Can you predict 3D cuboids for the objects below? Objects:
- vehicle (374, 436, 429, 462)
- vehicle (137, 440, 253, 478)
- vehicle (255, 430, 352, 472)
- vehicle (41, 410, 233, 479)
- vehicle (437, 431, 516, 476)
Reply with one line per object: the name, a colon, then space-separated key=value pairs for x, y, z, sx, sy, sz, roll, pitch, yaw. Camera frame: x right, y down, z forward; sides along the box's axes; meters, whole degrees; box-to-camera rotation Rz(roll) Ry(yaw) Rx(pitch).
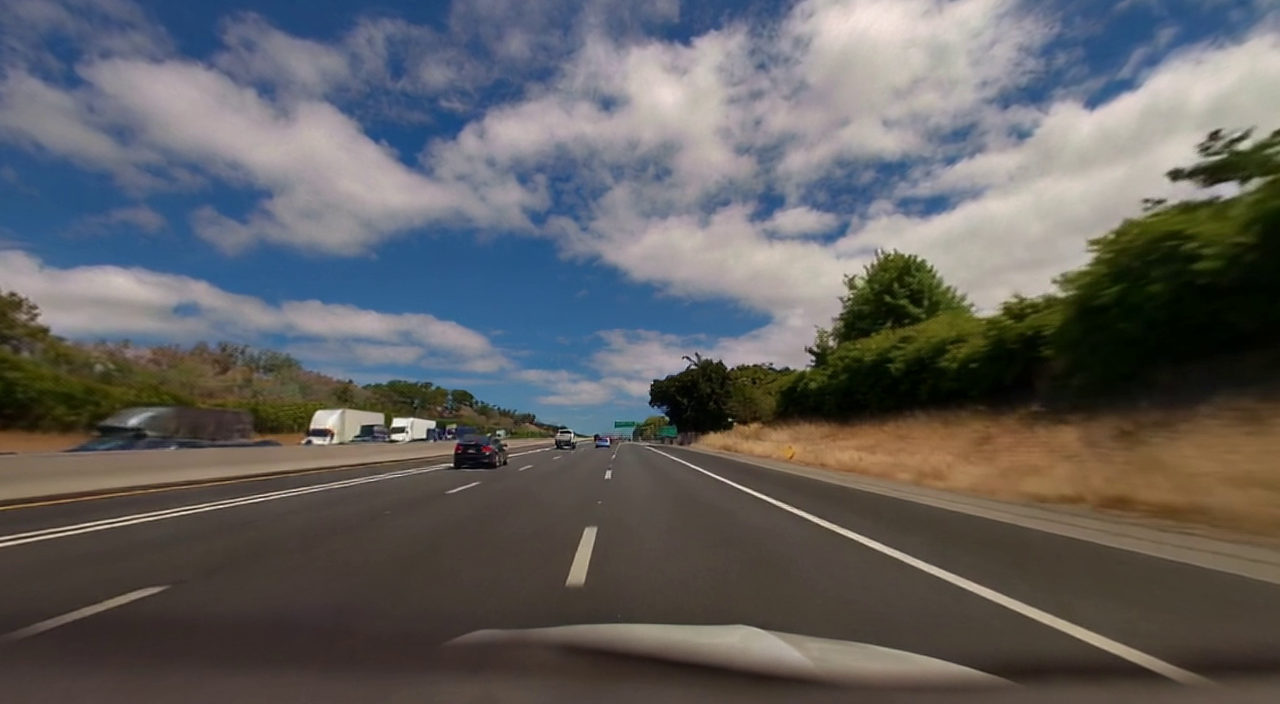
vehicle: x=-14.528 y=5.904 z=38.475 sx=1.944 sy=1.476 sz=3.686 roll=0 pitch=-8 yaw=0
vehicle: x=-18.795 y=4.513 z=26.836 sx=1.858 sy=1.457 sz=4.357 roll=0 pitch=-8 yaw=-1
vehicle: x=-14.487 y=4.268 z=27.358 sx=2.048 sy=1.676 sz=3.910 roll=0 pitch=-8 yaw=-1
vehicle: x=-22.570 y=4.209 z=28.901 sx=3.016 sy=2.733 sz=7.070 roll=0 pitch=-8 yaw=-1
vehicle: x=-6.182 y=3.874 z=24.338 sx=1.953 sy=1.550 sz=4.167 roll=0 pitch=-8 yaw=0
